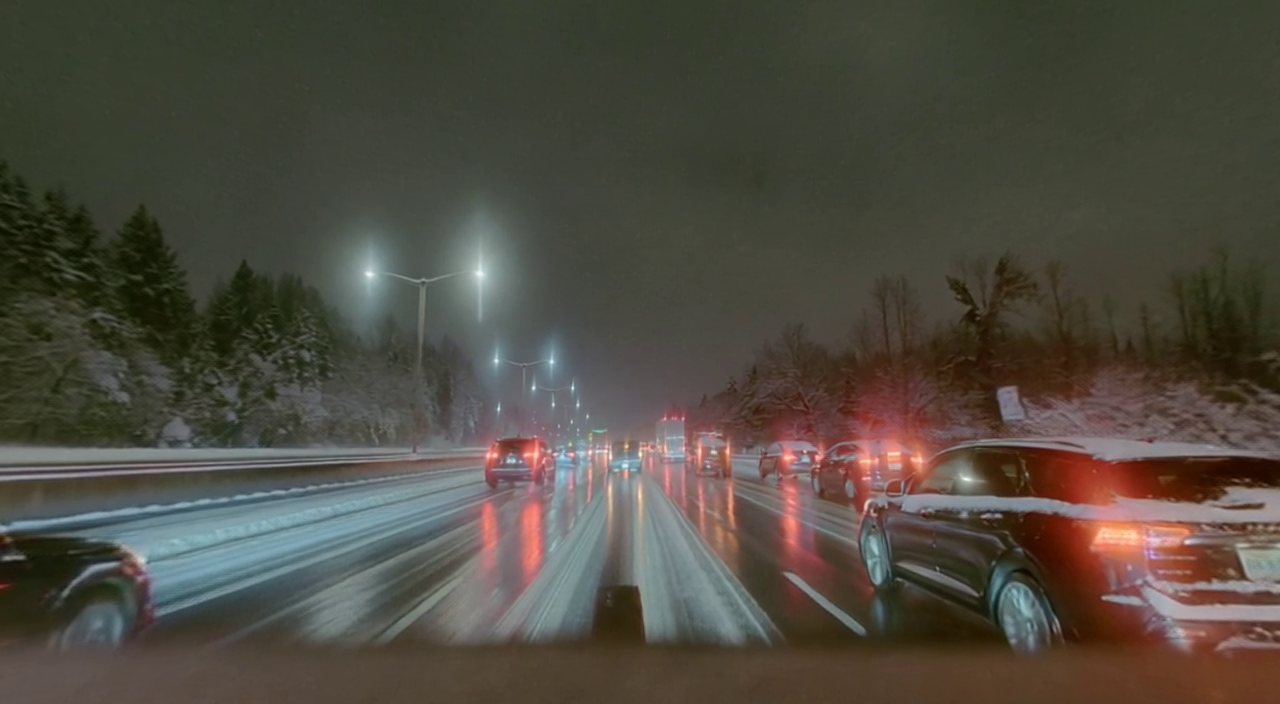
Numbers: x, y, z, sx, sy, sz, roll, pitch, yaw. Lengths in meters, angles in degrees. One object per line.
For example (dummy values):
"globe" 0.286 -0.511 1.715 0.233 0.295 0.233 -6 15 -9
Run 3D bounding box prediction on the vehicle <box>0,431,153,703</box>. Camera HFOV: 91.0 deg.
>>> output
"vehicle" -4.105 0.905 1.790 1.947 1.424 4.264 0 -9 1

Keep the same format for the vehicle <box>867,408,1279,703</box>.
"vehicle" 3.069 1.159 3.443 2.031 1.504 4.327 0 -9 0

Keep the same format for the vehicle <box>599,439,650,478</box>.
"vehicle" -0.713 5.006 29.694 2.235 1.682 4.094 0 -9 -1

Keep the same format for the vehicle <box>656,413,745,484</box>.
"vehicle" 2.970 5.382 35.393 3.426 3.279 12.313 0 -9 -2

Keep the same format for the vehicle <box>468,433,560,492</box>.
"vehicle" -4.180 3.747 21.780 2.176 1.783 4.799 0 -9 0
